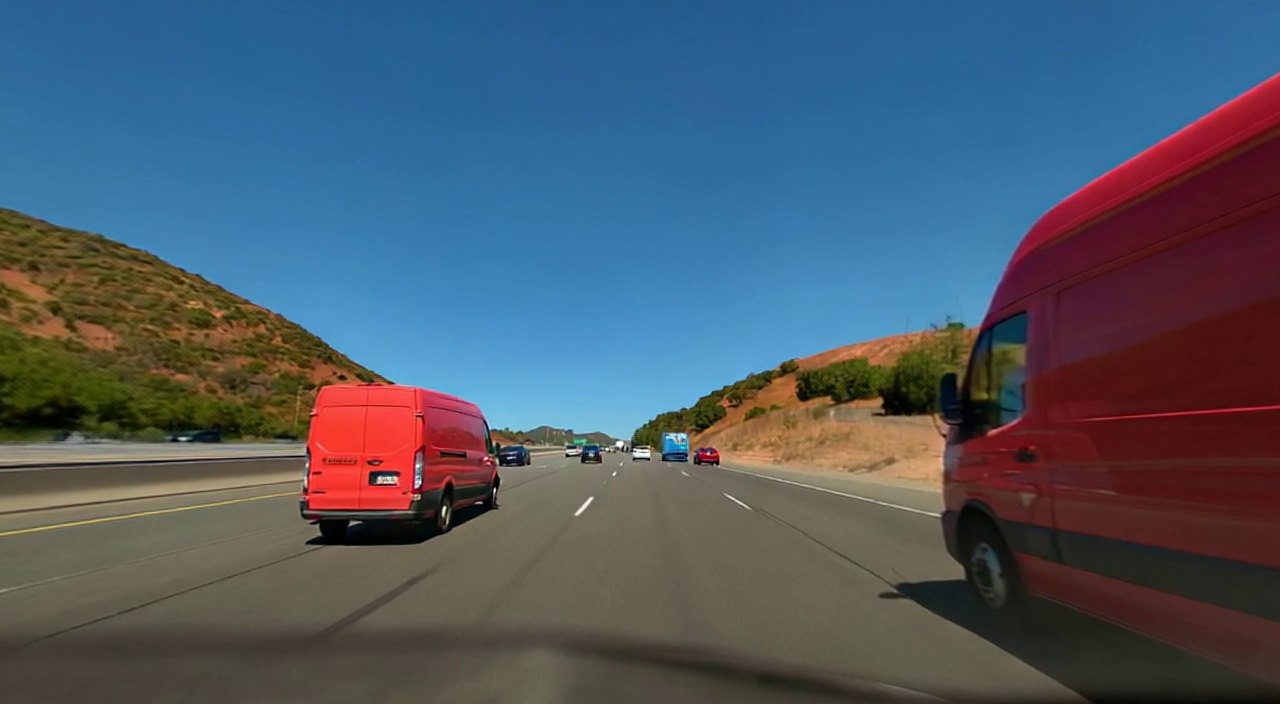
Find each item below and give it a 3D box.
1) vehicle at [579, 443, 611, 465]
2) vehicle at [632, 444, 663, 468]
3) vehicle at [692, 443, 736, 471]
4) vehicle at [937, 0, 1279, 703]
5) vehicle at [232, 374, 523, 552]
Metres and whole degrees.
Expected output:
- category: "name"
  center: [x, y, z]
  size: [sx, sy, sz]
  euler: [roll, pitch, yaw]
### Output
- category: "vehicle"
  center: [-3.389, 7.811, 48.480]
  size: [2.138, 1.581, 4.340]
  euler: [0, -9, 0]
- category: "vehicle"
  center: [0.491, 7.001, 42.613]
  size: [2.014, 1.543, 3.804]
  euler: [0, -9, 0]
- category: "vehicle"
  center: [4.380, 6.279, 37.877]
  size: [2.051, 1.598, 4.145]
  euler: [0, -9, -1]
- category: "vehicle"
  center: [4.236, 0.000, 2.395]
  size: [2.764, 3.260, 7.019]
  euler: [0, -9, 1]
- category: "vehicle"
  center: [-3.789, 1.816, 10.768]
  size: [2.421, 2.203, 5.775]
  euler: [0, -9, 0]
